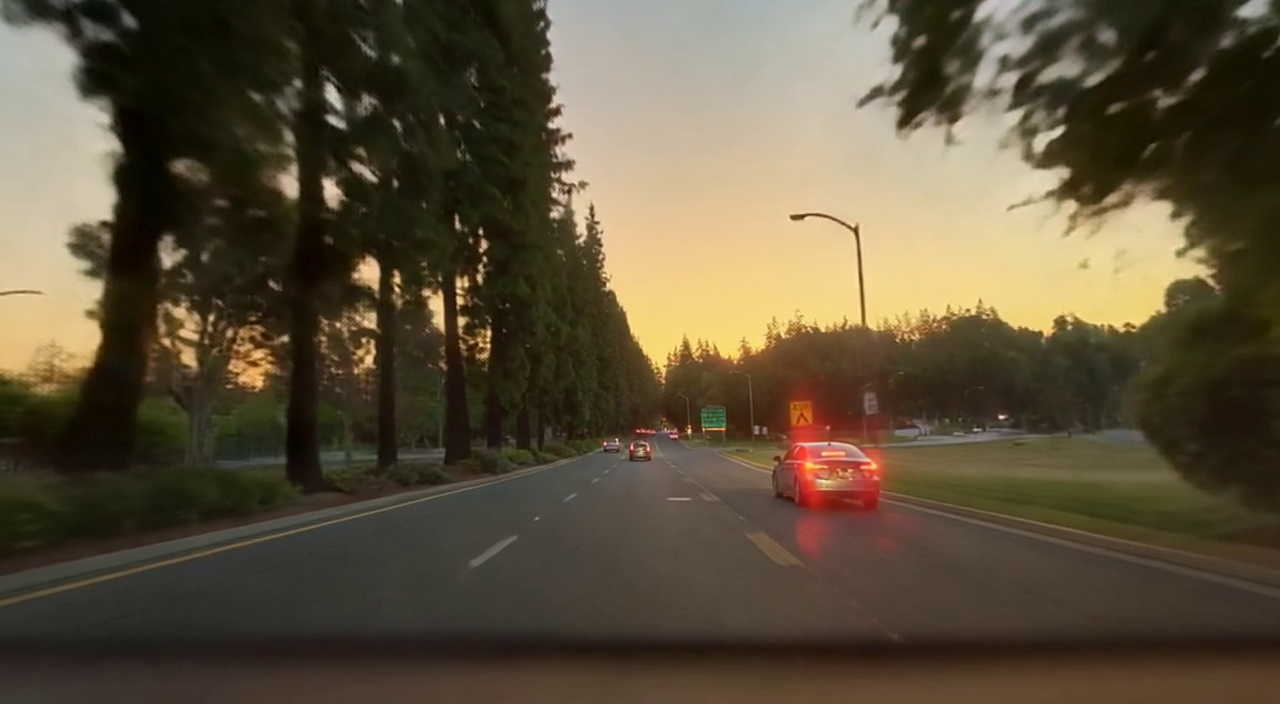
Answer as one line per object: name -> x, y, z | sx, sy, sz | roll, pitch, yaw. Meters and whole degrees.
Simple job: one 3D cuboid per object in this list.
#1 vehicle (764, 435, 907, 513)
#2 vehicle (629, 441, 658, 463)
vehicle -> 4.306, 2.746, 14.639 | 1.913, 1.516, 4.322 | 0, -9, 0
vehicle -> 0.270, 7.553, 47.603 | 2.095, 1.548, 4.264 | 0, -9, 1
